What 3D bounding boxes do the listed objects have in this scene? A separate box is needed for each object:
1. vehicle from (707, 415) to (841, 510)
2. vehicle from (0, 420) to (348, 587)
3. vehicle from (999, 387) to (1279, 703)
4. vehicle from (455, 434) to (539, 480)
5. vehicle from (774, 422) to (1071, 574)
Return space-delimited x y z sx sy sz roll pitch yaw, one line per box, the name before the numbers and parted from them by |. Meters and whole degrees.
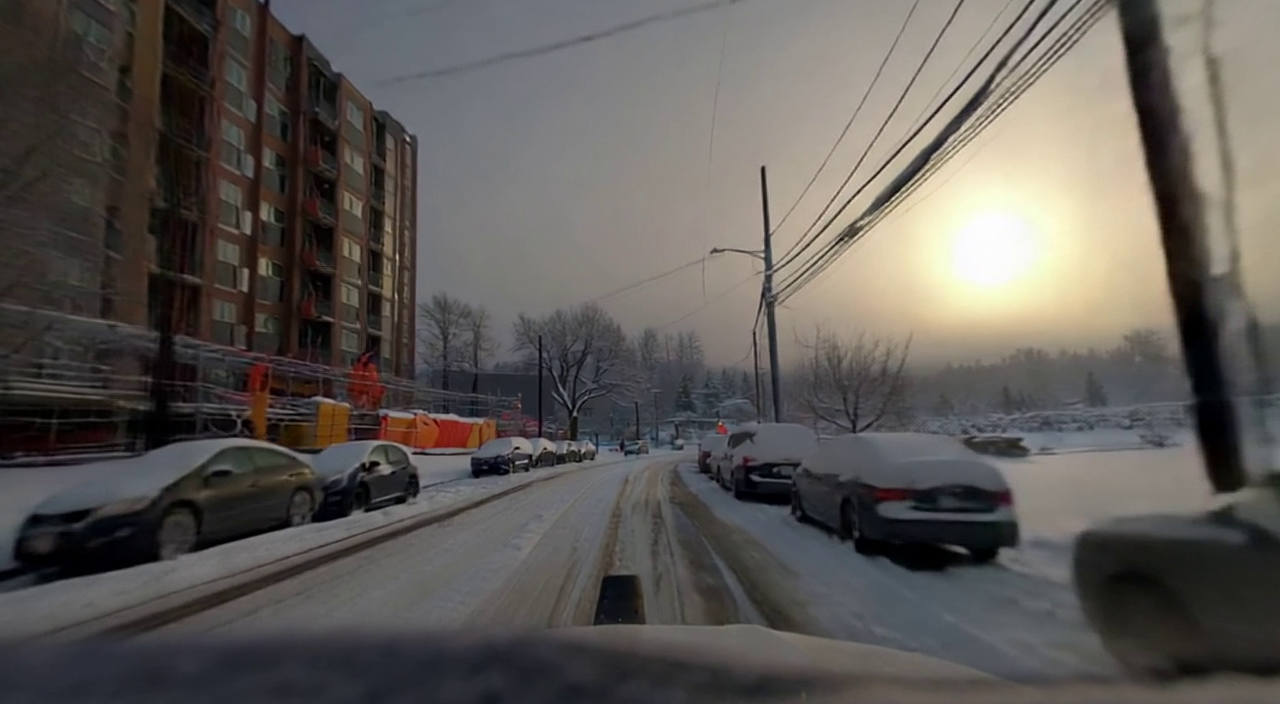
vehicle | 2.935 2.559 14.983 2.000 1.871 4.797 1 -8 -2
vehicle | -6.238 1.974 8.700 1.996 1.578 4.806 -4 -11 2
vehicle | 3.642 0.877 2.080 1.976 1.588 4.968 0 -8 0
vehicle | -6.435 4.786 29.091 2.194 1.861 5.725 0 -8 4
vehicle | 3.560 1.921 9.269 2.017 1.600 4.965 0 -8 -1
